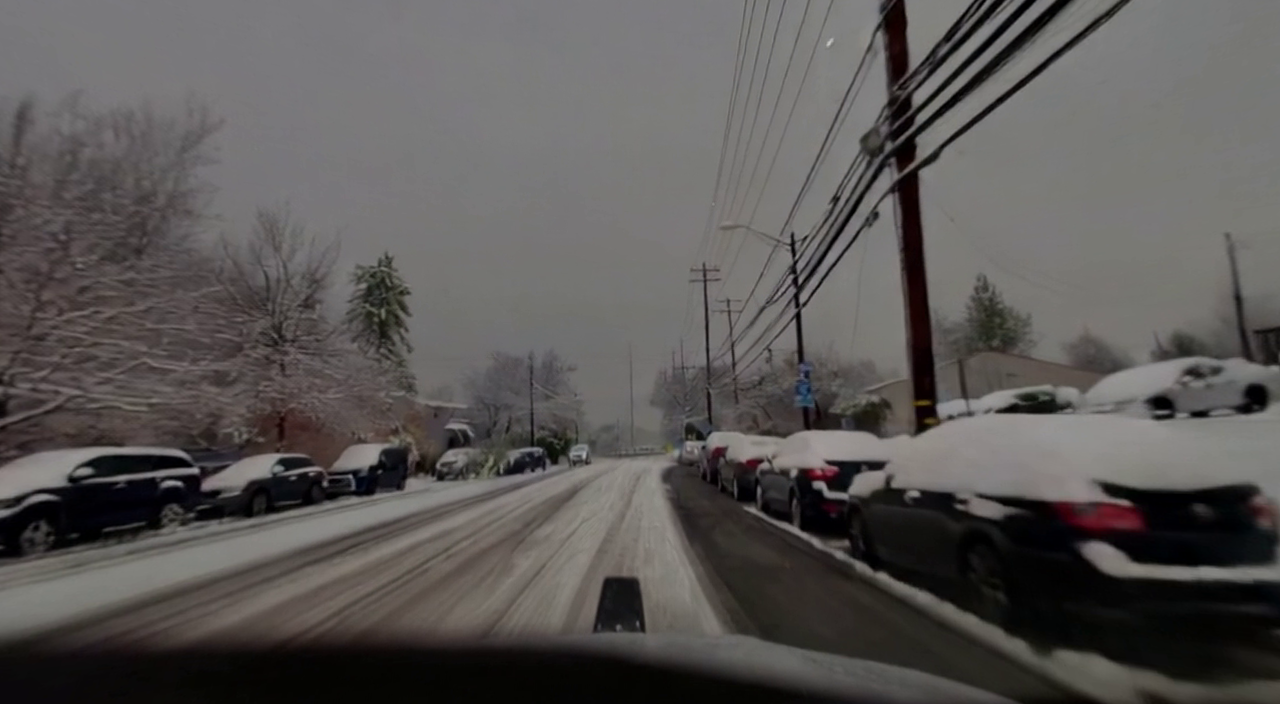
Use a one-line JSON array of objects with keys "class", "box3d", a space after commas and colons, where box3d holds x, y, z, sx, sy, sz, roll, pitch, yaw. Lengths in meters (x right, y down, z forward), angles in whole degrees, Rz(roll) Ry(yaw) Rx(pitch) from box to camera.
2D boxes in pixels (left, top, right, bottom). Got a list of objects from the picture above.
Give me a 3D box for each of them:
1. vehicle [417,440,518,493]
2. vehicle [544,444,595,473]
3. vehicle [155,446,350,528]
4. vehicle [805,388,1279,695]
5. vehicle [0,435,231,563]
[{"class": "vehicle", "box3d": [-6.296, 4.192, 23.668, 2.081, 1.760, 4.598, 0, -8, 6]}, {"class": "vehicle", "box3d": [-5.305, 8.092, 48.513, 2.319, 2.021, 5.762, -3, -9, 10]}, {"class": "vehicle", "box3d": [-10.672, 3.696, 17.925, 2.134, 1.775, 4.706, -8, -10, 8]}, {"class": "vehicle", "box3d": [3.278, 1.354, 5.729, 2.098, 1.624, 4.477, 0, -9, -4]}, {"class": "vehicle", "box3d": [-11.277, 2.808, 12.764, 2.322, 2.037, 5.030, -3, -9, 5]}]
